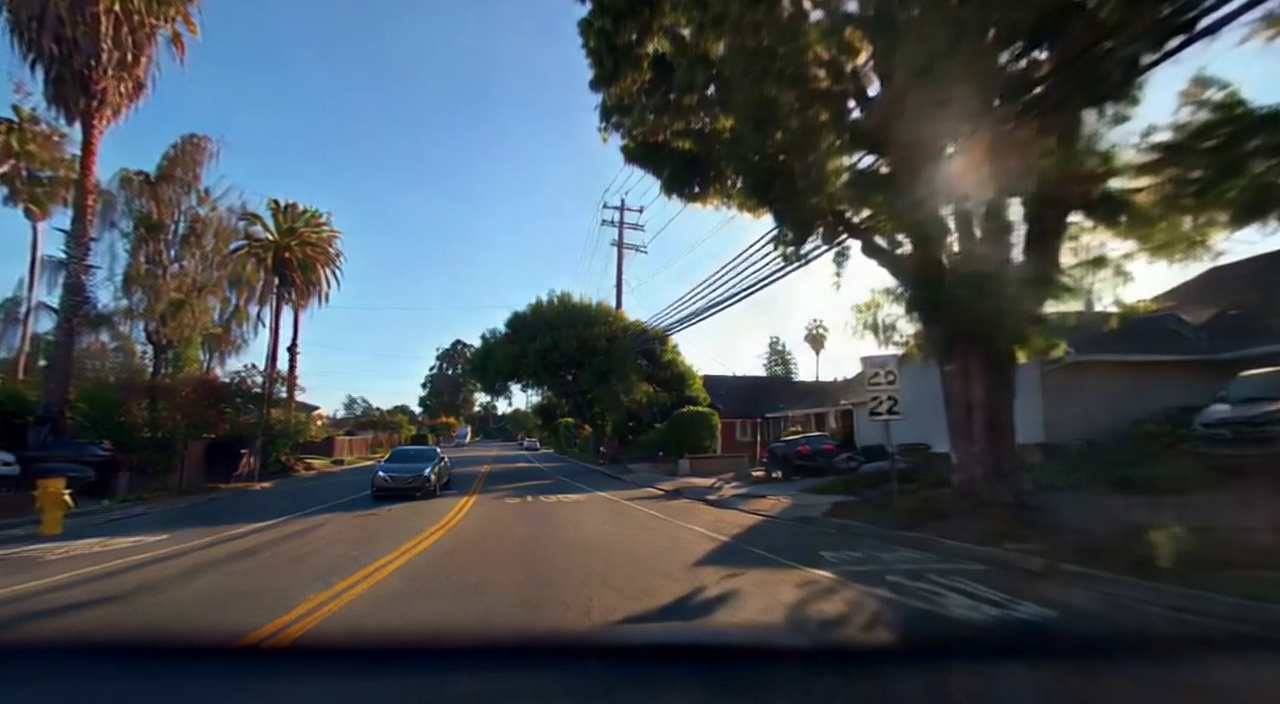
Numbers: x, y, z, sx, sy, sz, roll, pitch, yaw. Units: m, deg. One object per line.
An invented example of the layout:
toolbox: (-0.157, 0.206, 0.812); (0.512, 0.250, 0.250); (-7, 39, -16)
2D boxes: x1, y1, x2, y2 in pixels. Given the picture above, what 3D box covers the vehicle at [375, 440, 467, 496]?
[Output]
vehicle: (-6.692, 3.547, 19.808); (2.061, 1.510, 4.457); (1, -9, -11)
